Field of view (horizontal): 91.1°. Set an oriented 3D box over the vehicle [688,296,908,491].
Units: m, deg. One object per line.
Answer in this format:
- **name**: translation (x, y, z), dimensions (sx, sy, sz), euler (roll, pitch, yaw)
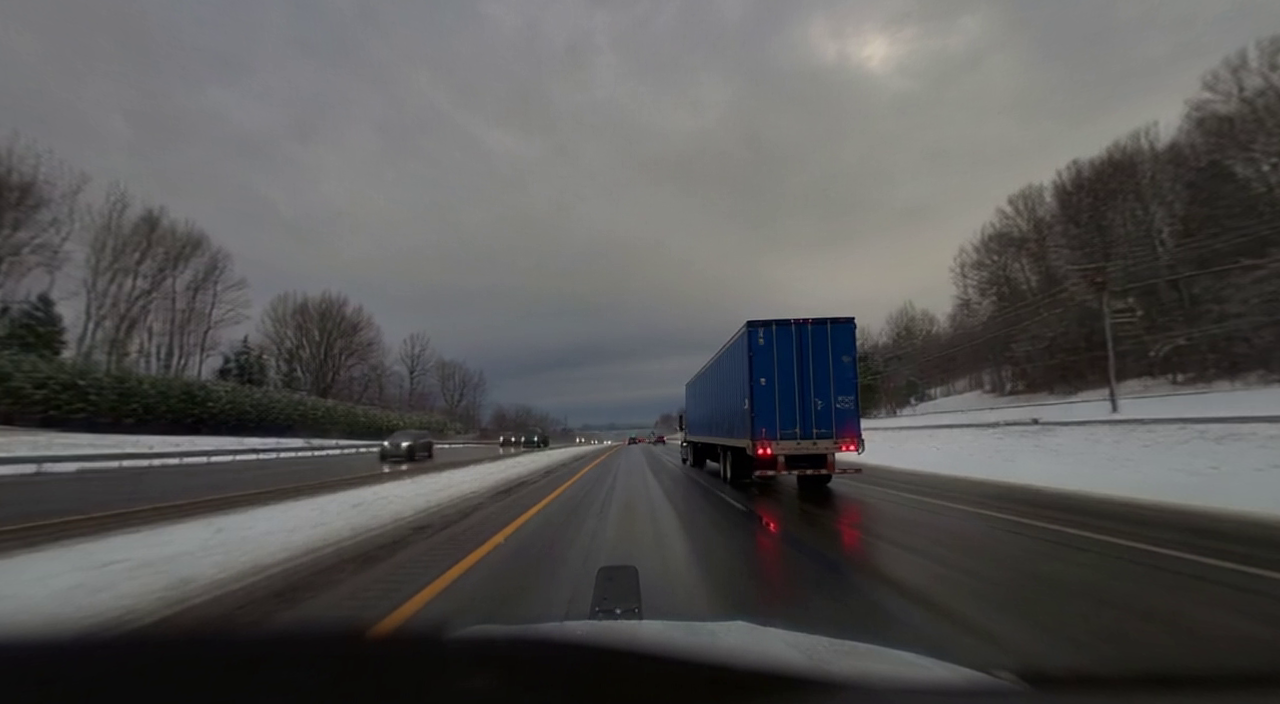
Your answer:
- **vehicle**: translation (4.064, 2.014, 22.247), dimensions (3.203, 4.273, 17.131), euler (0, -8, -1)
